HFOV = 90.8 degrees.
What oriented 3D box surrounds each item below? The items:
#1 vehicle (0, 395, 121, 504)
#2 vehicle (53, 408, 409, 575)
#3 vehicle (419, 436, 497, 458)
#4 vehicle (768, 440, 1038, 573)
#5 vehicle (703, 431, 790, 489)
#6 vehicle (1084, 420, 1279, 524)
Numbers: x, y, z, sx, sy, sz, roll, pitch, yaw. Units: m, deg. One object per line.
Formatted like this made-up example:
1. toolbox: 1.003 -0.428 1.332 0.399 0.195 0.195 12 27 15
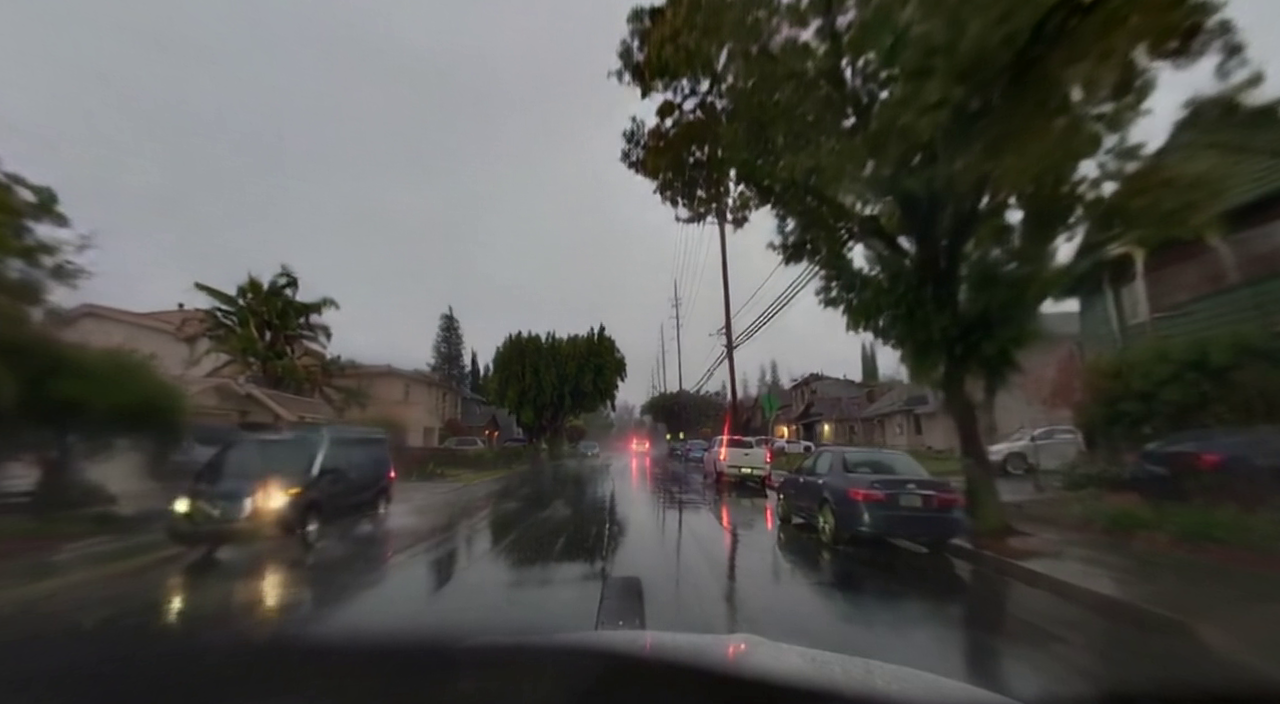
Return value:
1. vehicle: -12.934 1.671 11.436 5.040 1.756 2.315 2 -8 3
2. vehicle: -5.088 1.789 8.809 2.103 1.731 4.197 0 -9 0
3. vehicle: -12.665 6.662 44.260 4.792 1.521 2.077 0 -8 1
4. vehicle: 3.471 2.119 9.644 2.008 1.482 4.891 0 -8 0
5. vehicle: 3.666 3.818 22.738 2.280 1.820 5.001 0 -8 0
6. vehicle: 10.799 2.005 10.802 4.739 1.576 2.086 0 -9 3
